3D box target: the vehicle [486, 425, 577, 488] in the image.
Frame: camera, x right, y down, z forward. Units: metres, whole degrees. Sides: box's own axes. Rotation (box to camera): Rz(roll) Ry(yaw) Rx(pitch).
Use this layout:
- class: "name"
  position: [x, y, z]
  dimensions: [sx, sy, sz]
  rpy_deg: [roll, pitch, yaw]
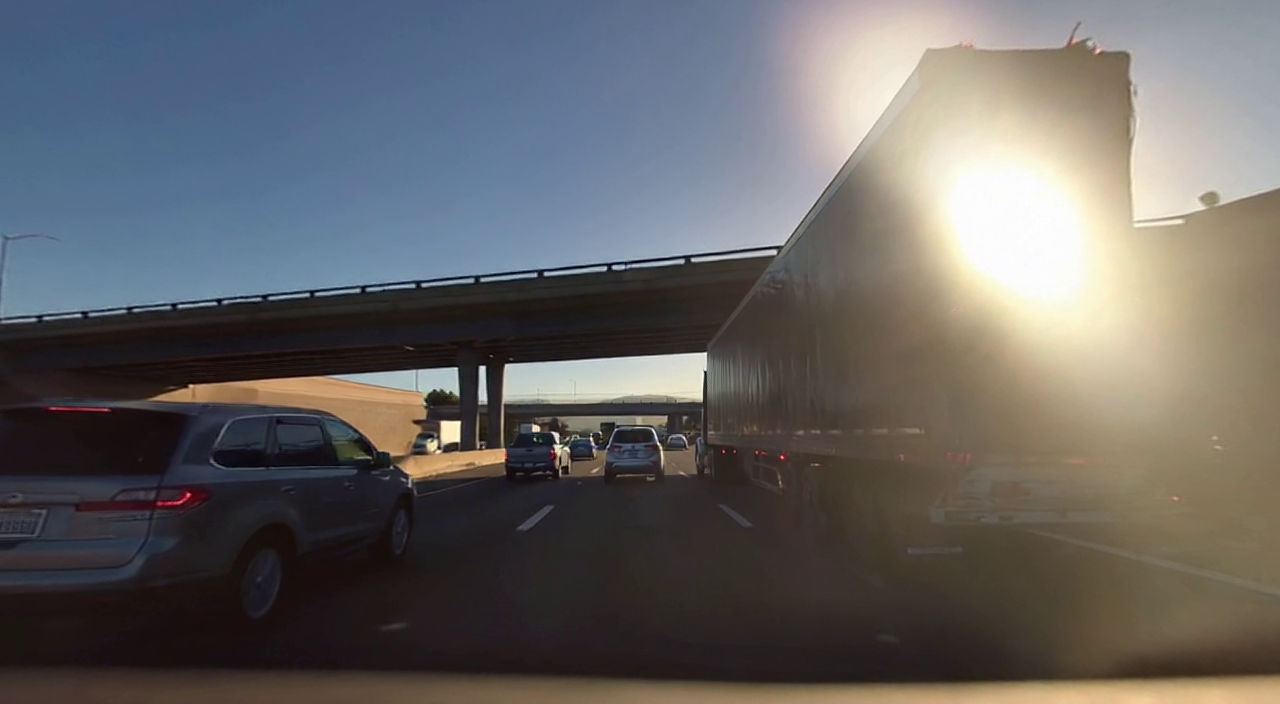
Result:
- class: "vehicle"
  position: [-3.413, 3.407, 20.815]
  dimensions: [2.120, 1.812, 4.659]
  rpy_deg: [0, -8, 1]

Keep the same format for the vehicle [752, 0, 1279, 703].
- class: "vehicle"
  position: [3.592, -0.172, 4.020]
  dimensions: [2.852, 4.121, 16.210]
  rpy_deg: [0, -8, 0]

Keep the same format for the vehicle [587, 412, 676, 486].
- class: "vehicle"
  position: [-0.281, 3.392, 22.205]
  dimensions: [2.704, 2.216, 5.804]
  rpy_deg: [0, -8, 0]

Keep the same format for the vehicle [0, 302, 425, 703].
- class: "vehicle"
  position: [-3.427, 1.022, 4.241]
  dimensions: [2.193, 1.803, 4.958]
  rpy_deg: [0, -8, 0]

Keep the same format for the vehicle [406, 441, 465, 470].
- class: "vehicle"
  position: [-11.977, 6.071, 37.196]
  dimensions: [1.927, 1.618, 4.545]
  rpy_deg: [0, -8, 1]
